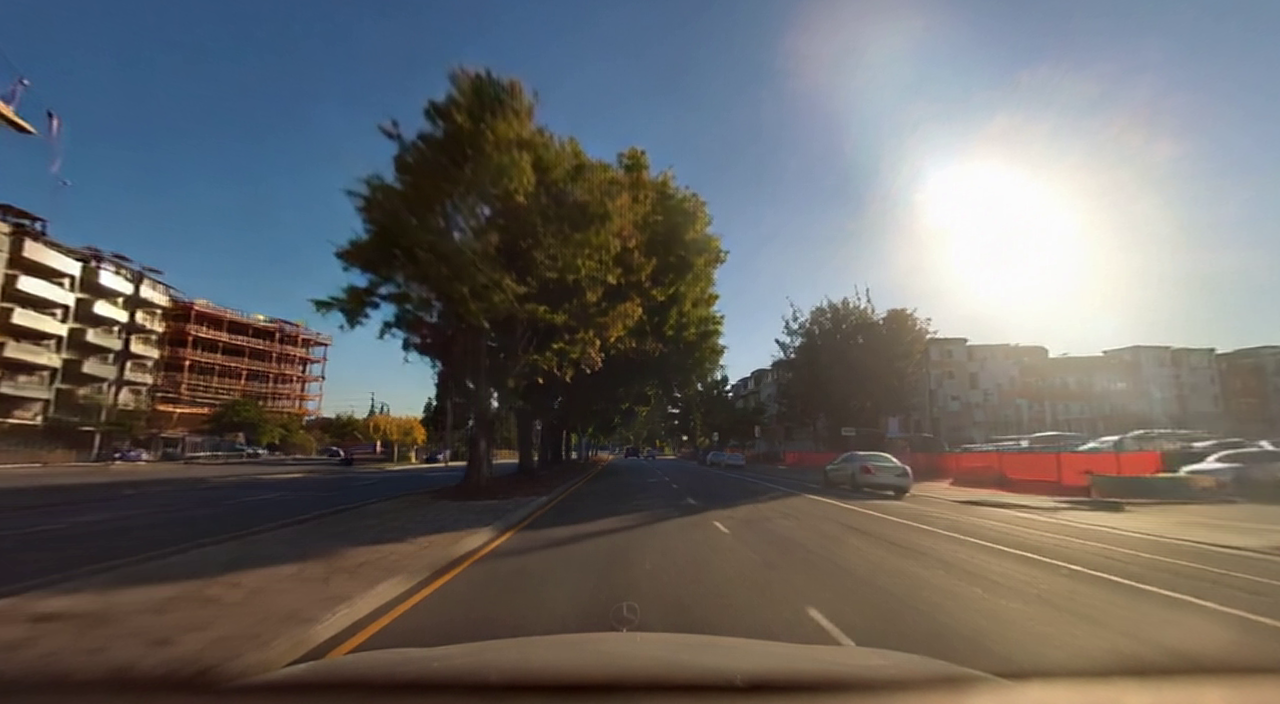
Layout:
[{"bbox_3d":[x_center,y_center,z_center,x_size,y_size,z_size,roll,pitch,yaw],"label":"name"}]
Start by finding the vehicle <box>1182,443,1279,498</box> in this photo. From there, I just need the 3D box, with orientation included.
[{"bbox_3d":[21.051,3.926,21.191,1.965,1.690,4.077,0,-9,-1],"label":"vehicle"}]

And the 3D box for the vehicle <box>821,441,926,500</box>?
[{"bbox_3d":[8.153,4.125,22.476,2.080,1.706,4.392,5,-9,1],"label":"vehicle"}]
